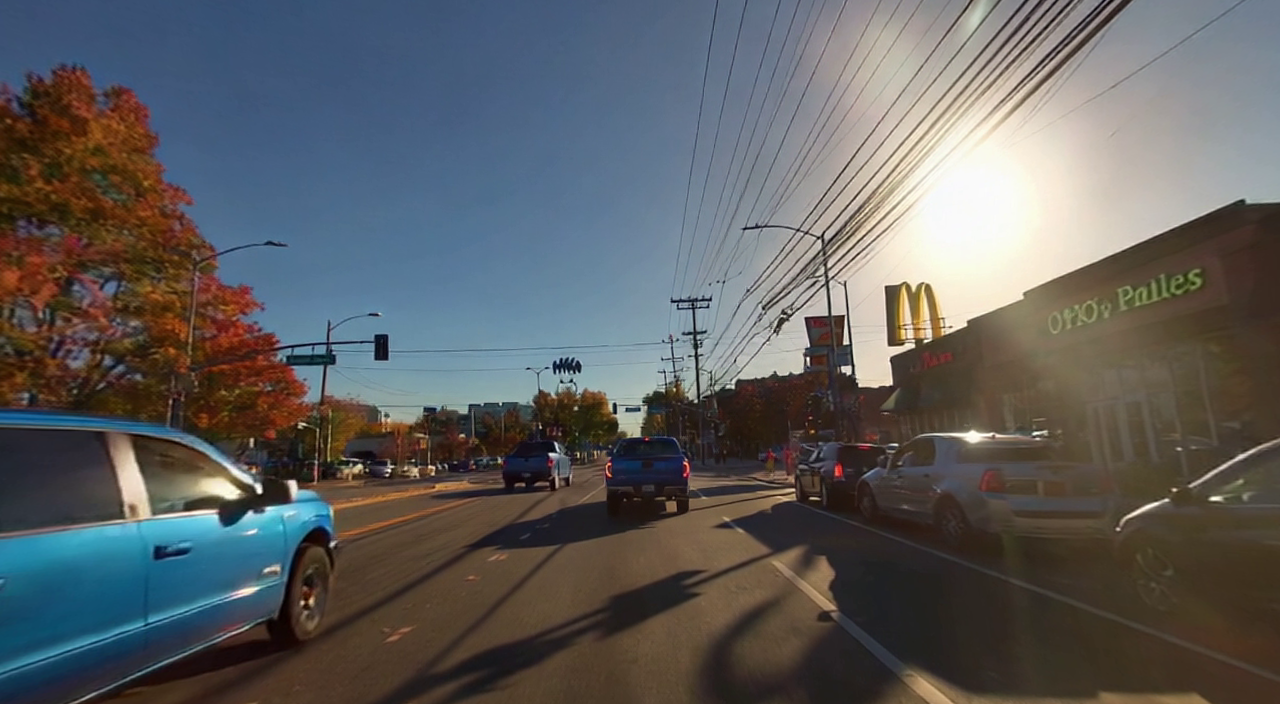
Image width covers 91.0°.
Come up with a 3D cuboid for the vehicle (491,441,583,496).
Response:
[{"bbox_3d":[-3.634,4.233,23.296,2.140,1.768,5.092,0,-9,5],"label":"vehicle"}]

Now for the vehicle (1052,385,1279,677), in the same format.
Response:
[{"bbox_3d":[4.905,1.055,3.582,2.014,1.755,4.520,0,-9,0],"label":"vehicle"}]

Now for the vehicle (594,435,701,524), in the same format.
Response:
[{"bbox_3d":[0.250,2.860,14.713,2.089,1.699,4.650,0,-9,3],"label":"vehicle"}]

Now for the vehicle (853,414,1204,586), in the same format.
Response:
[{"bbox_3d":[4.924,1.930,9.134,2.007,1.786,4.870,0,-9,1],"label":"vehicle"}]

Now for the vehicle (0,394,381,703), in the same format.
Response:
[{"bbox_3d":[-3.184,1.007,2.705,1.995,1.554,4.618,0,-9,3],"label":"vehicle"}]
